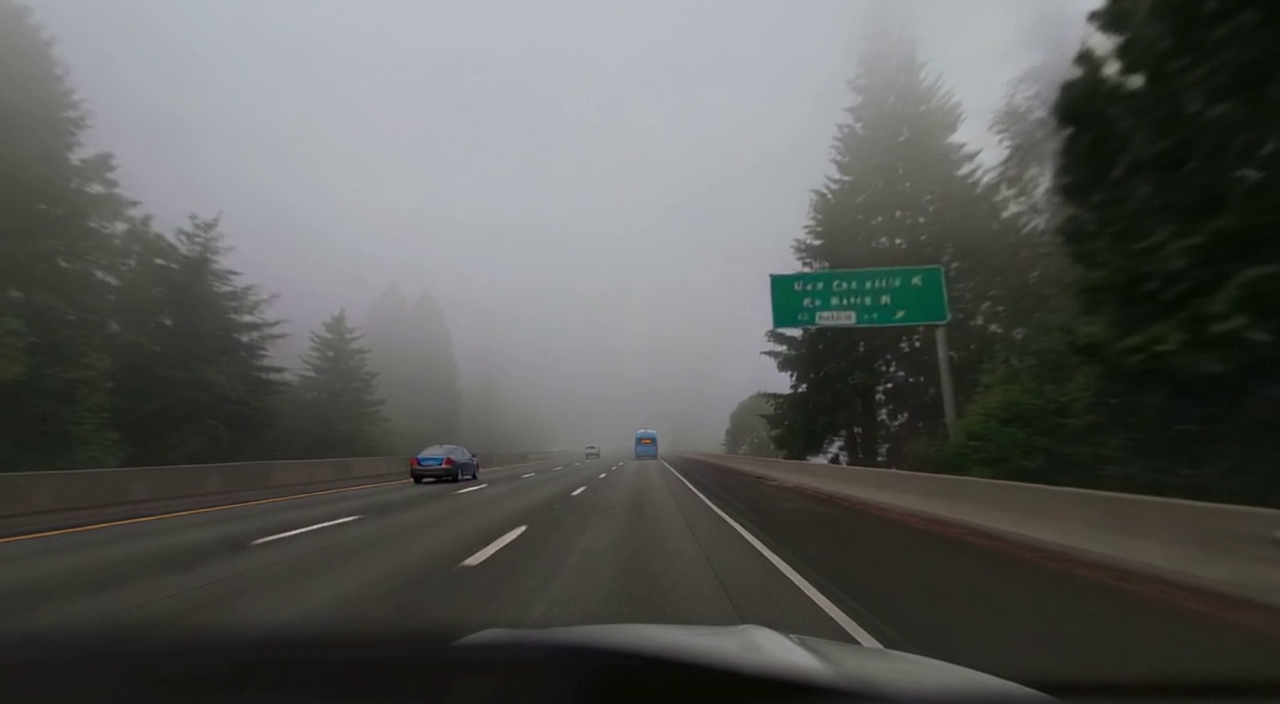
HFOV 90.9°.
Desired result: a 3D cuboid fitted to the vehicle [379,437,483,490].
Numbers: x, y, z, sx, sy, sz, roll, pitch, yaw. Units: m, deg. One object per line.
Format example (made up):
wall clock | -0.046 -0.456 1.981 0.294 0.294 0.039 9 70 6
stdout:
vehicle | -7.339 3.954 22.726 2.080 1.674 4.660 0 -8 1
